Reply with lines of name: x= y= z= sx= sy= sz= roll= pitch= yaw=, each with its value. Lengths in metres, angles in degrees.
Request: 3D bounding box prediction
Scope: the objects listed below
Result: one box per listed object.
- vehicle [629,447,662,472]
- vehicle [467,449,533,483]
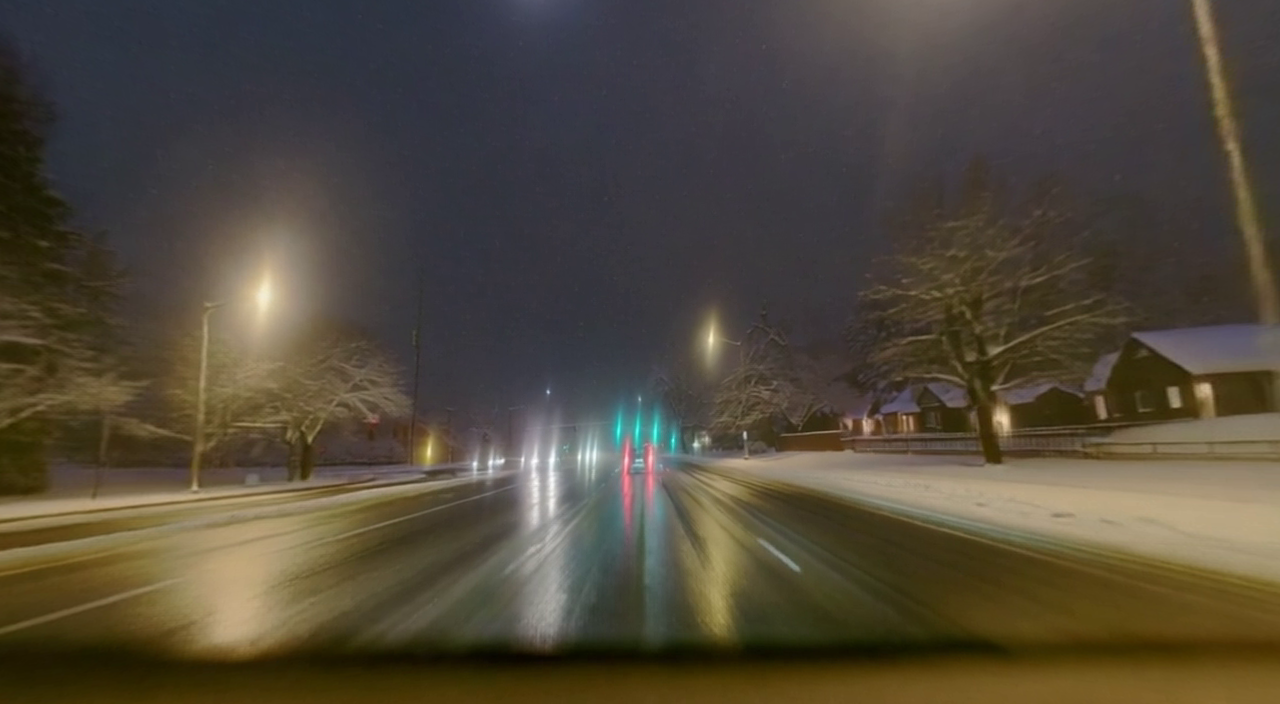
vehicle: x=0.364 y=7.124 z=41.906 sx=2.106 sy=1.517 sz=4.375 roll=0 pitch=-9 yaw=0
vehicle: x=-6.457 y=5.316 z=29.583 sx=2.014 sy=1.472 sz=4.357 roll=0 pitch=-9 yaw=2
